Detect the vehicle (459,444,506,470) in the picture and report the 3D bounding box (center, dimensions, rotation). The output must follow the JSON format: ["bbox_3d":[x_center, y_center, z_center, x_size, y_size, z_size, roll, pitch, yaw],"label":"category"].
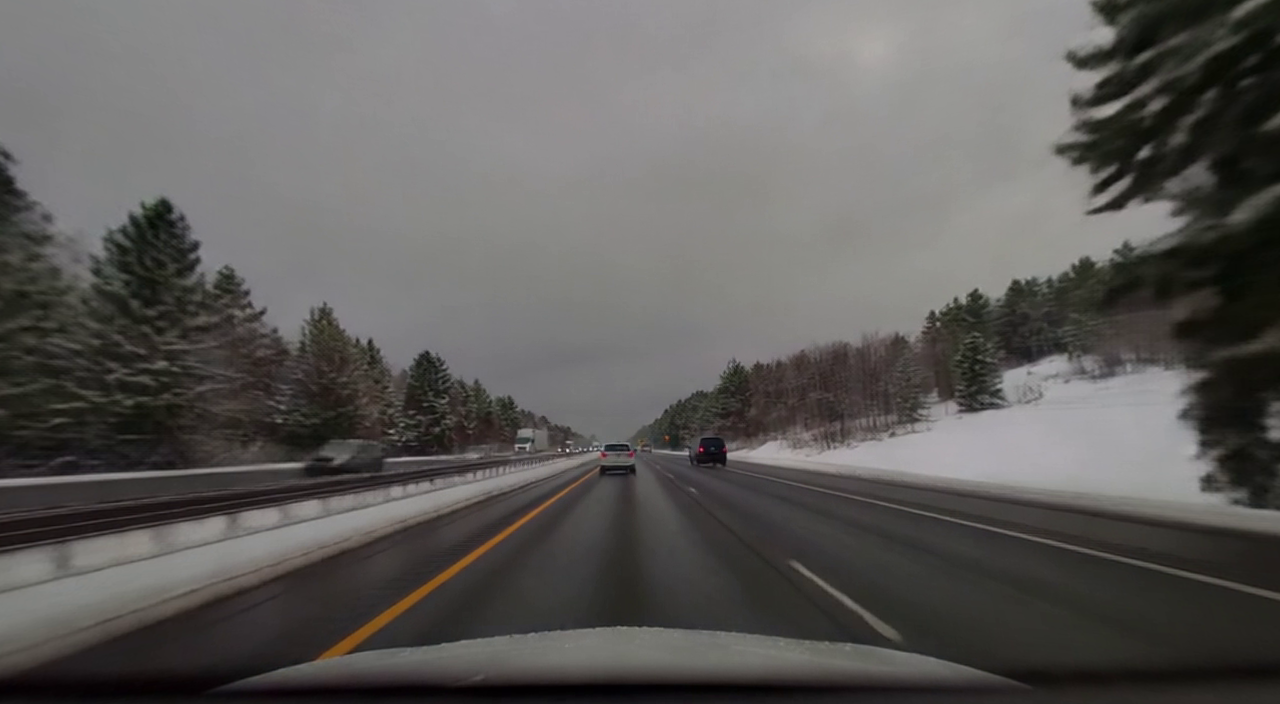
[{"bbox_3d":[-9.675,6.458,38.731,1.876,1.507,4.031,0,-9,-1],"label":"vehicle"}]

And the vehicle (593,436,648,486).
[{"bbox_3d":[-0.719,4.180,24.317,1.963,1.711,4.284,0,-9,-1],"label":"vehicle"}]

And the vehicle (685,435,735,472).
[{"bbox_3d":[3.832,5.667,35.213,2.179,1.930,4.538,0,-9,-1],"label":"vehicle"}]

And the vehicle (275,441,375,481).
[{"bbox_3d":[-13.679,4.740,27.597,1.932,1.561,4.735,0,-9,0],"label":"vehicle"}]
